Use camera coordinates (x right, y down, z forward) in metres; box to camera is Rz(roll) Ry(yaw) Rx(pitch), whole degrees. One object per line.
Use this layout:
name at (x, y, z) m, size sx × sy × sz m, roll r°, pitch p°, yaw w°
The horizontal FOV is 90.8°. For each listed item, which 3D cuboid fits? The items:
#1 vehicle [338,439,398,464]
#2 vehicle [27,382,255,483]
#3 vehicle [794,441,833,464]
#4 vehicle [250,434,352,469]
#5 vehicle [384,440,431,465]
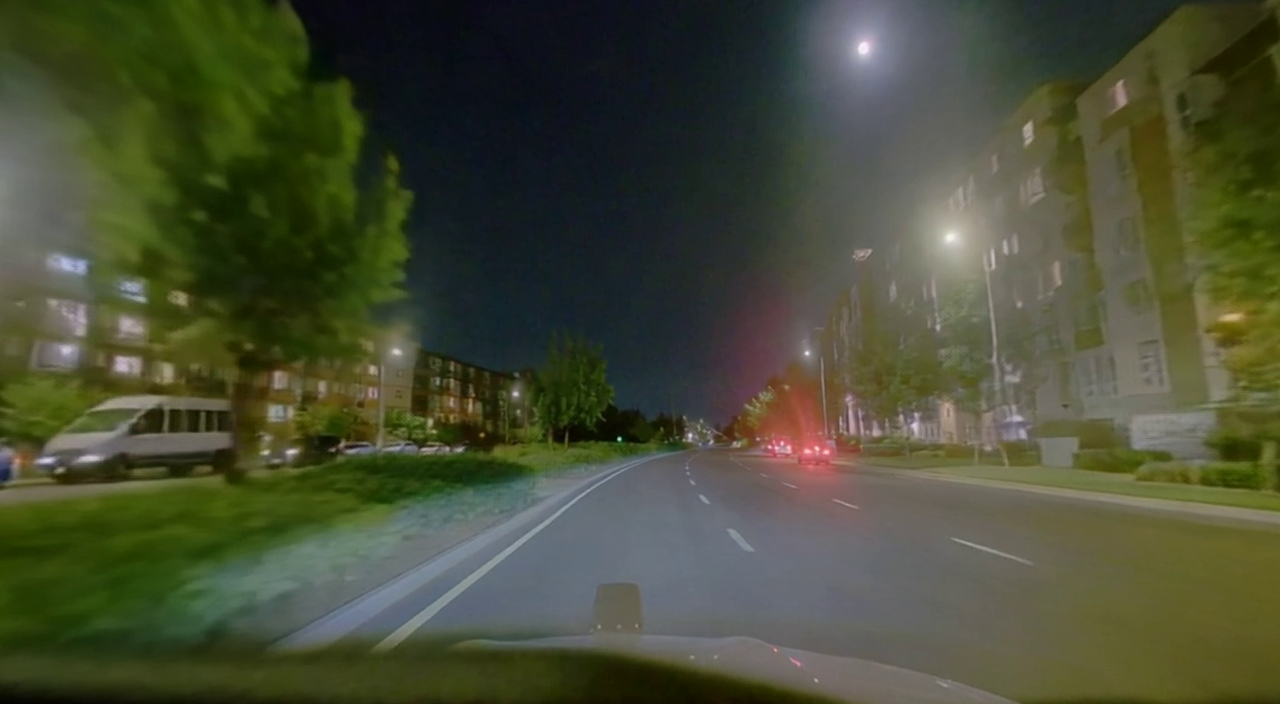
vehicle at (-17.520, 6.458, 40.983) m, size 1.854 × 1.490 × 4.331 m, roll -2°, pitch -9°, yaw 2°
vehicle at (-18.448, 3.137, 24.156) m, size 2.766 × 3.279 × 6.821 m, roll 0°, pitch -9°, yaw 3°
vehicle at (12.734, 7.410, 46.740) m, size 1.992 × 1.615 × 4.460 m, roll -1°, pitch -9°, yaw 5°
vehicle at (-17.994, 5.331, 33.953) m, size 2.076 × 1.703 × 5.595 m, roll 0°, pitch -9°, yaw 4°
vehicle at (-17.086, 7.402, 46.598) m, size 1.686 × 1.671 × 4.477 m, roll -1°, pitch -9°, yaw 1°
